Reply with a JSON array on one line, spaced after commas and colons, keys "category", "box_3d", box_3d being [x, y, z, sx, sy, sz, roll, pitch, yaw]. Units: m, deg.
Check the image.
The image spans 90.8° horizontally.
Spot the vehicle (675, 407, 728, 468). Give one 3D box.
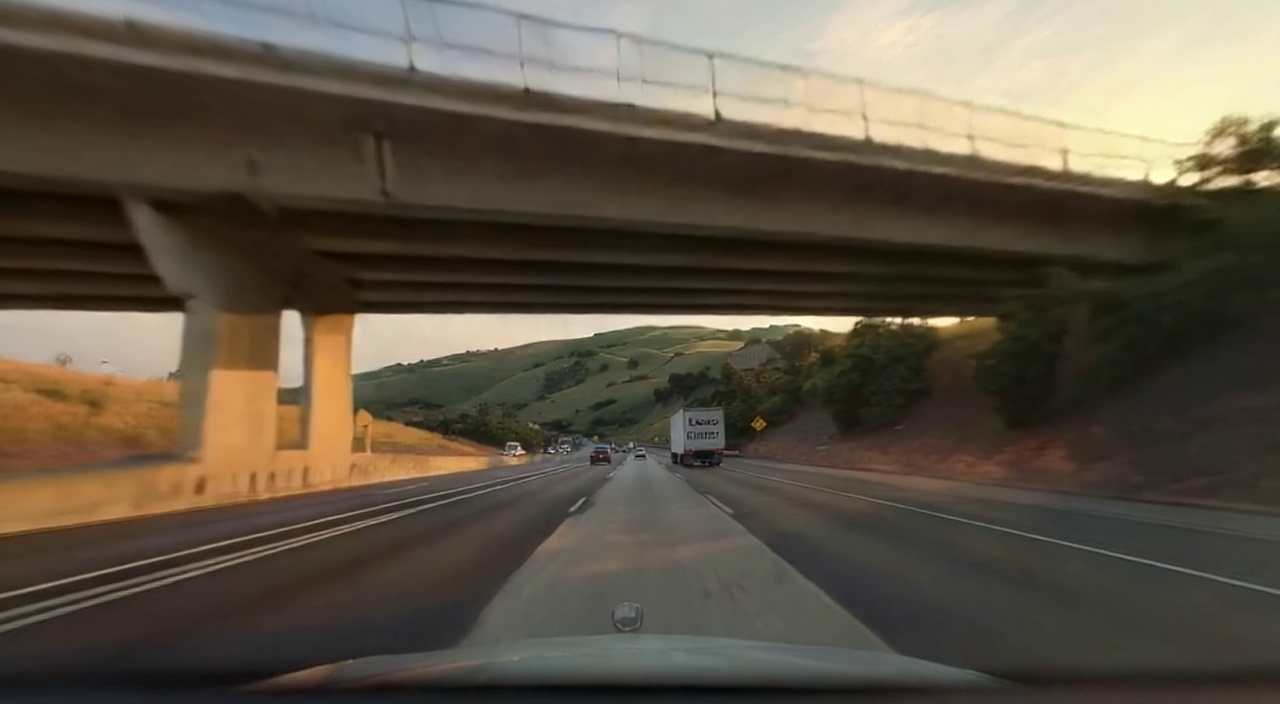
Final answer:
[{"category": "vehicle", "box_3d": [4.314, 6.304, 45.921, 2.885, 3.992, 8.526, 0, -9, 0]}]

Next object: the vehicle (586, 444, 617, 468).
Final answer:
[{"category": "vehicle", "box_3d": [-2.805, 7.663, 46.738, 2.052, 1.654, 4.303, 0, -9, 0]}]
